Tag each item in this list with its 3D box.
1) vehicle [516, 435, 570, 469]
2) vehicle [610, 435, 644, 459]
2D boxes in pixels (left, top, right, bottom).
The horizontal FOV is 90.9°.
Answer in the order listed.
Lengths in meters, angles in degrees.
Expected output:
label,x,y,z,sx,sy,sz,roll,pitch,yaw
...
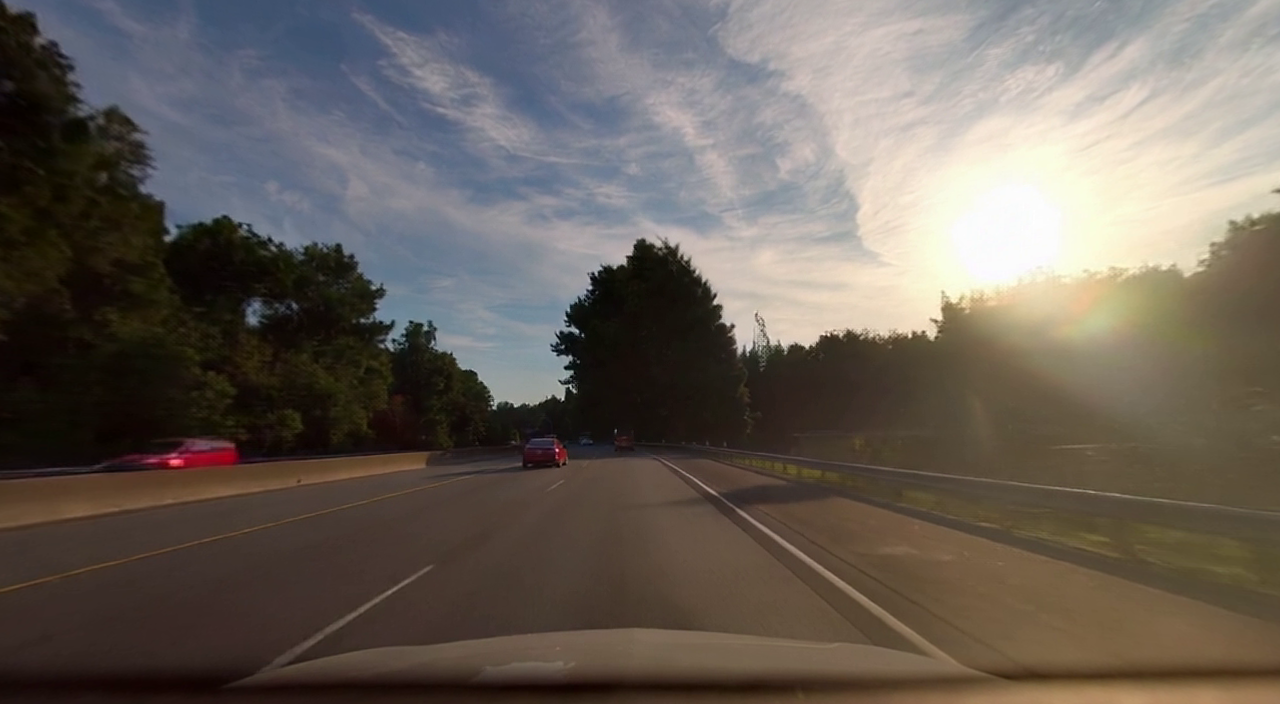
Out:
label,x,y,z,sx,sy,sz,roll,pitch,yaw
vehicle,-4.362,4.534,28.863,1.907,1.445,4.049,0,-8,-1
vehicle,-0.837,6.321,42.065,2.162,1.460,4.242,0,-8,0
